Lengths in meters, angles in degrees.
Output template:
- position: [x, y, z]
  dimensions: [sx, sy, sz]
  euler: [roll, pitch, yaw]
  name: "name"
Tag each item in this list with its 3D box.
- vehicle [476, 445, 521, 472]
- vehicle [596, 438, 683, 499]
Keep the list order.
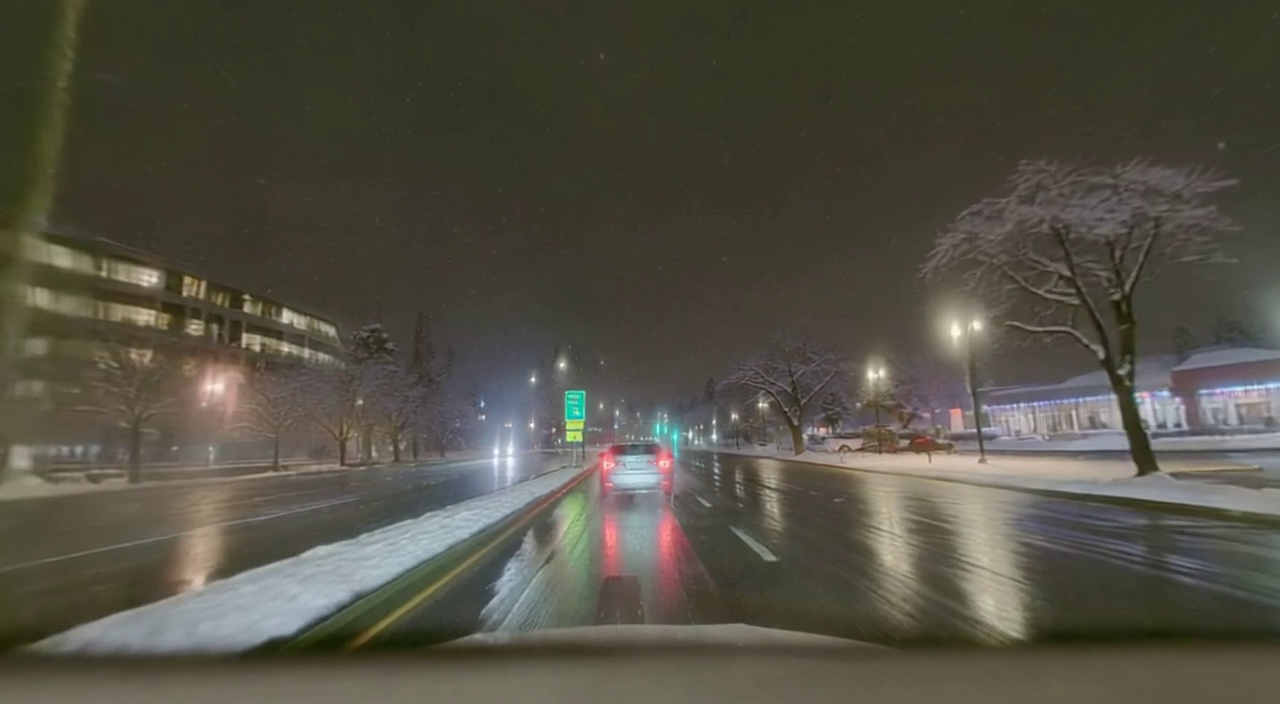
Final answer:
- position: [-9.274, 6.991, 41.564]
  dimensions: [1.903, 1.476, 4.395]
  euler: [-5, -8, -1]
  name: "vehicle"
- position: [-0.064, 3.146, 17.445]
  dimensions: [2.126, 1.475, 3.967]
  euler: [0, -8, -1]
  name: "vehicle"
